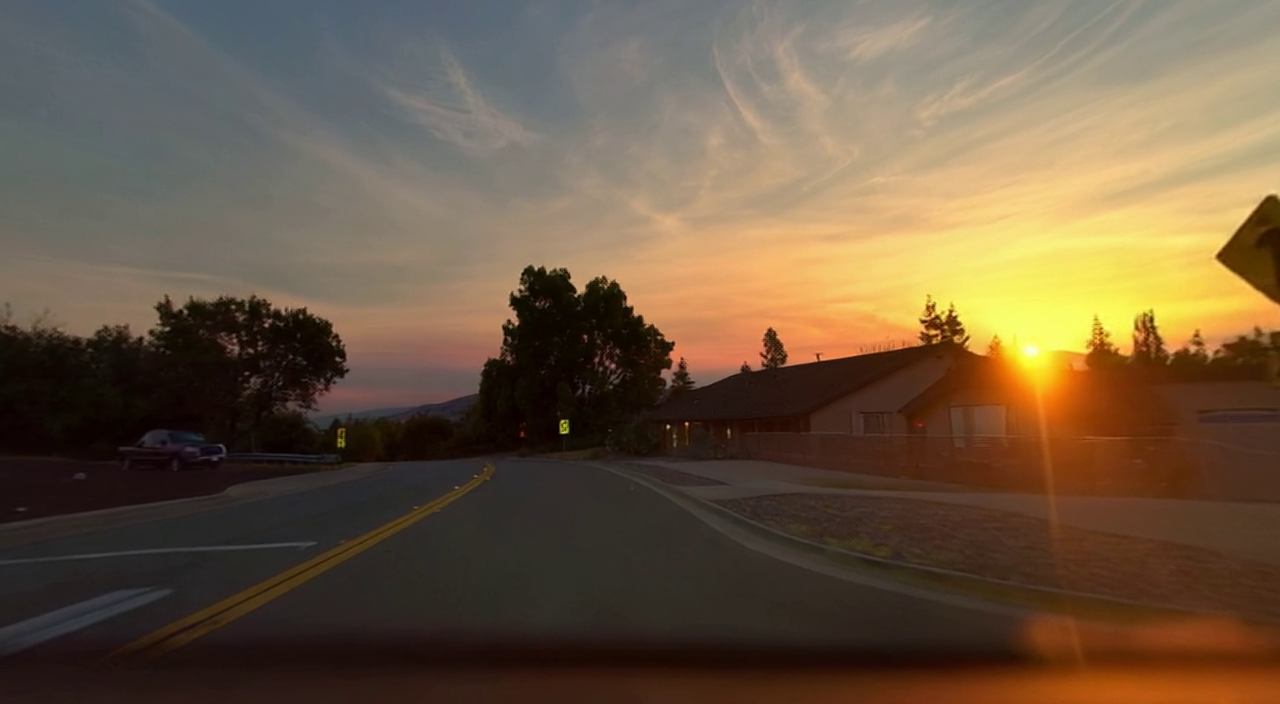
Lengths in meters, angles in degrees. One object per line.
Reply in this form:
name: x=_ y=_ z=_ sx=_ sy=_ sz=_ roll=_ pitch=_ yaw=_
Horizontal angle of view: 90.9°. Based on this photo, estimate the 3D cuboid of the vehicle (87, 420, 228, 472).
vehicle: x=-19.764 y=3.860 z=25.860 sx=4.699 sy=1.996 sz=2.116 roll=-3 pitch=-9 yaw=17
